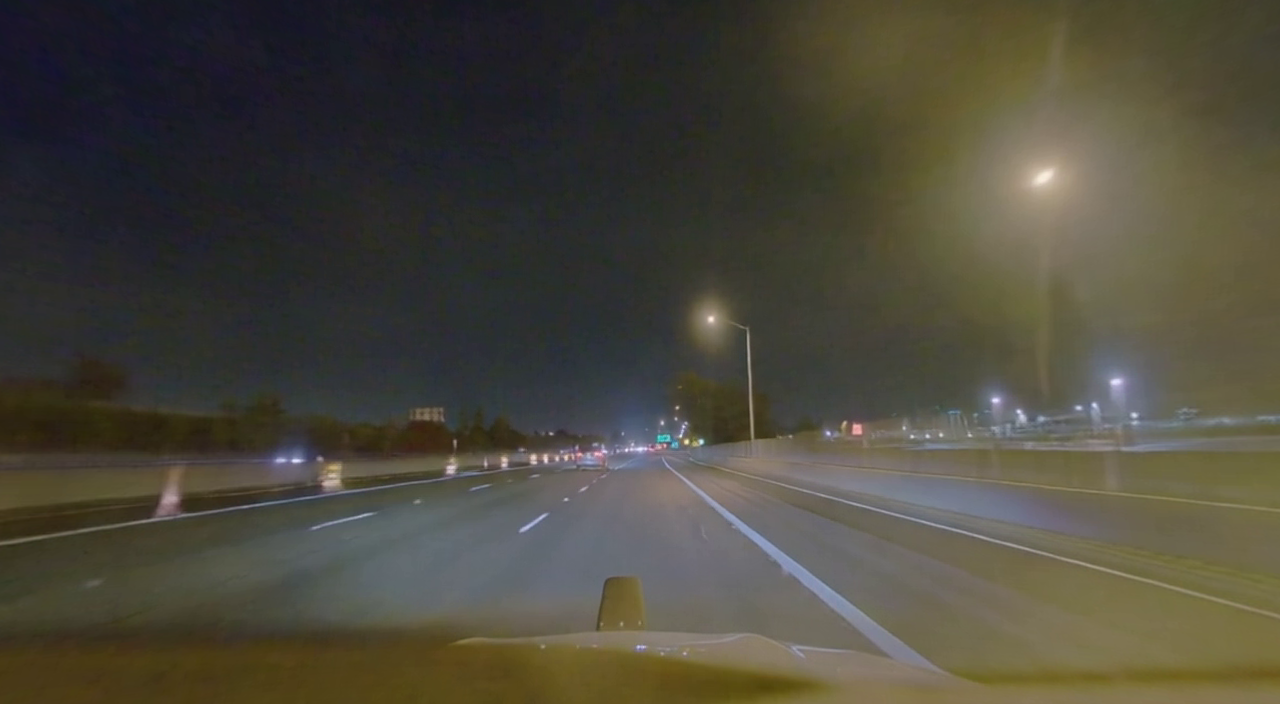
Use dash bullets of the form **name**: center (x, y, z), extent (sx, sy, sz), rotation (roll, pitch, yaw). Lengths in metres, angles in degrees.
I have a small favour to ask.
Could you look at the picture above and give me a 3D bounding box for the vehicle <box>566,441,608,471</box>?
- **vehicle**: center (-3.081, 6.134, 37.139), extent (2.078, 1.629, 4.059), rotation (0, -8, 1)
